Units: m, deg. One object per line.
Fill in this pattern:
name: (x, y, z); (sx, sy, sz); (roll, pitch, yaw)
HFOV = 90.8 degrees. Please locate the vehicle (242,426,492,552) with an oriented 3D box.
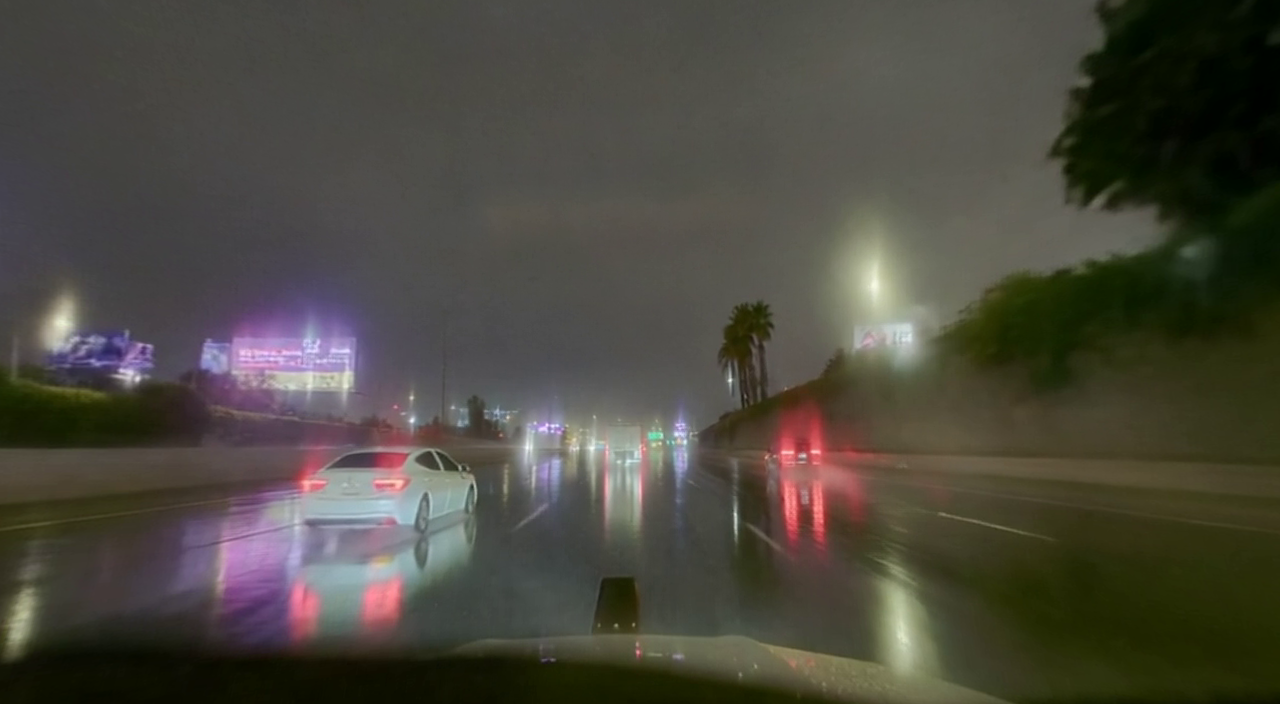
vehicle: (-4.067, 2.112, 10.571); (2.021, 1.598, 4.887); (0, -8, 0)

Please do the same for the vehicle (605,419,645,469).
vehicle: (-1.006, 5.880, 40.455); (2.364, 2.953, 6.495); (0, -8, -2)
